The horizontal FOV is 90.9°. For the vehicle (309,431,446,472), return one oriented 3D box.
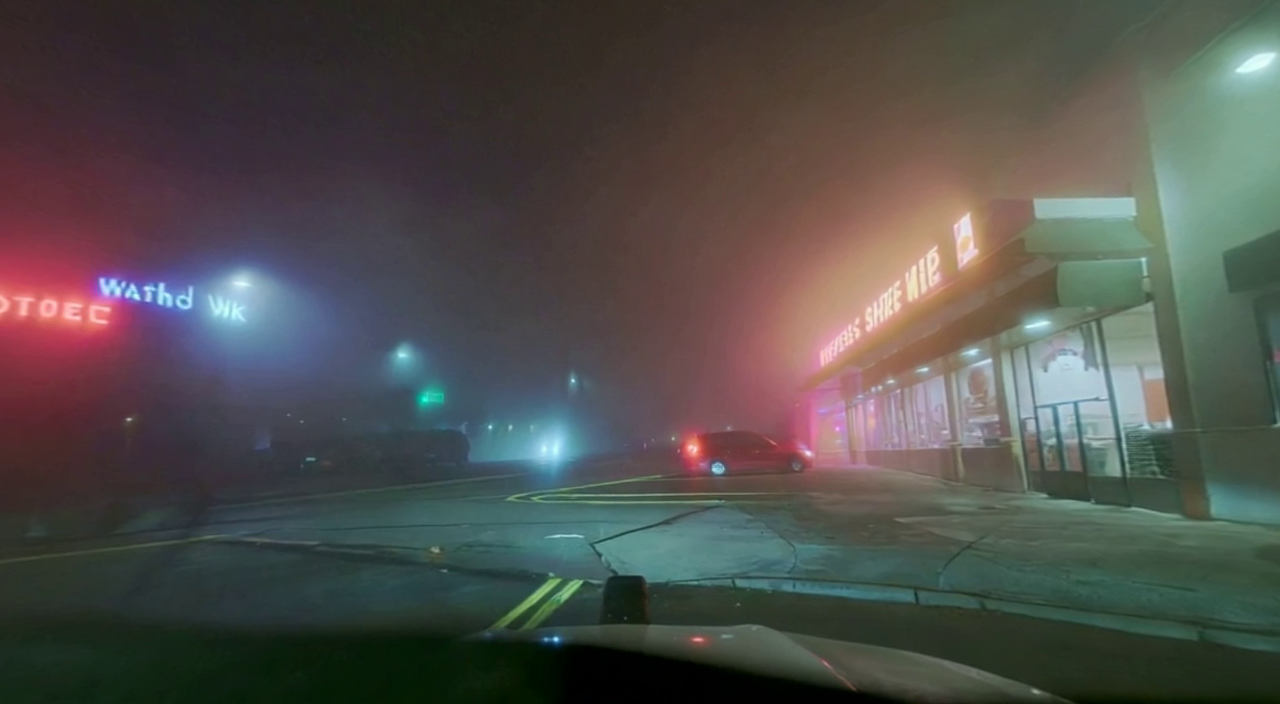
[{"bbox_3d":[-10.707,4.074,25.895,4.814,1.618,1.869,-1,-9,5],"label":"vehicle"}]

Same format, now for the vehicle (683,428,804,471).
[{"bbox_3d":[4.338,4.077,26.469,4.706,1.663,1.993,-3,-9,20],"label":"vehicle"}]
